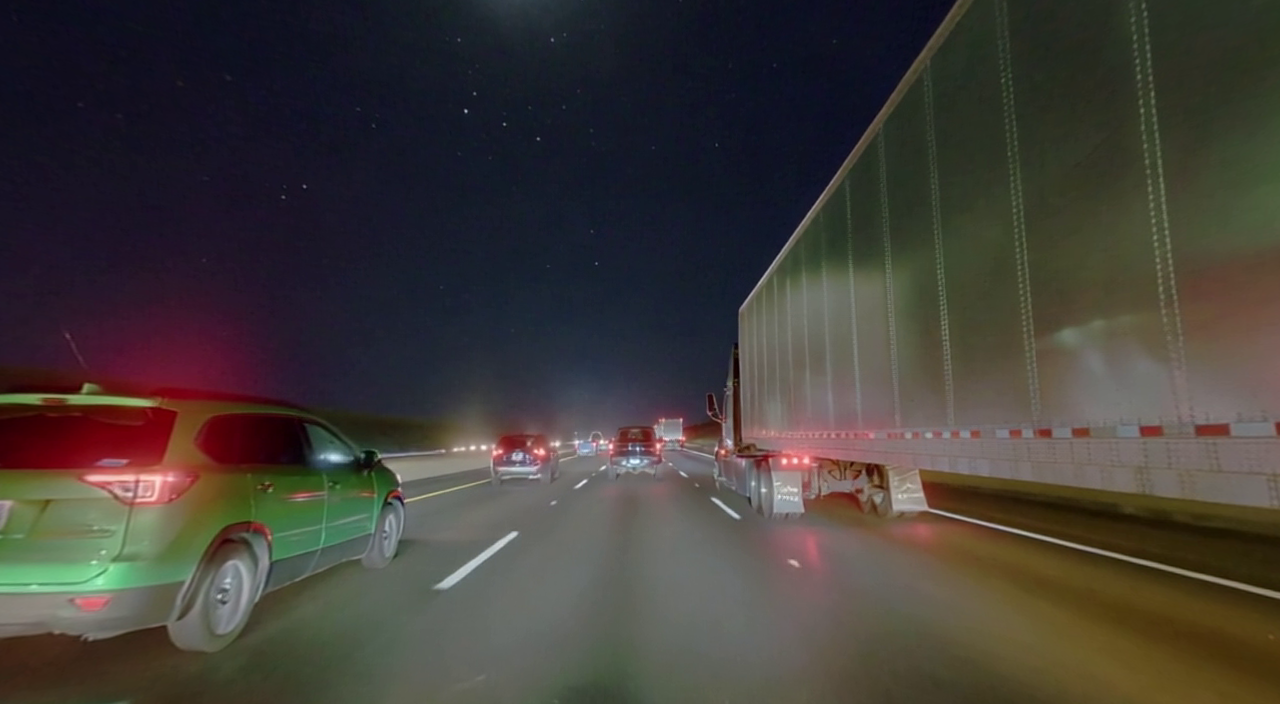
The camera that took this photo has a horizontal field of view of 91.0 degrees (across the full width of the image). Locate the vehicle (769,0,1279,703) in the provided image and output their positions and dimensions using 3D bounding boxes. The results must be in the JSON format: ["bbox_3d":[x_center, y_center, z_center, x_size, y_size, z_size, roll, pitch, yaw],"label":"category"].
[{"bbox_3d":[3.655,-0.317,2.732,2.852,4.121,16.210,0,-8,0],"label":"vehicle"}]

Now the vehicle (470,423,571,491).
[{"bbox_3d":[-3.504,3.185,19.431,2.120,1.812,4.659,0,-8,1],"label":"vehicle"}]

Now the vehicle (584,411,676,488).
[{"bbox_3d":[-0.330,3.280,21.408,2.704,2.216,5.804,0,-8,-1],"label":"vehicle"}]

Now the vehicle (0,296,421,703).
[{"bbox_3d":[-3.408,0.985,4.100,2.193,1.803,4.958,0,-8,0],"label":"vehicle"}]
